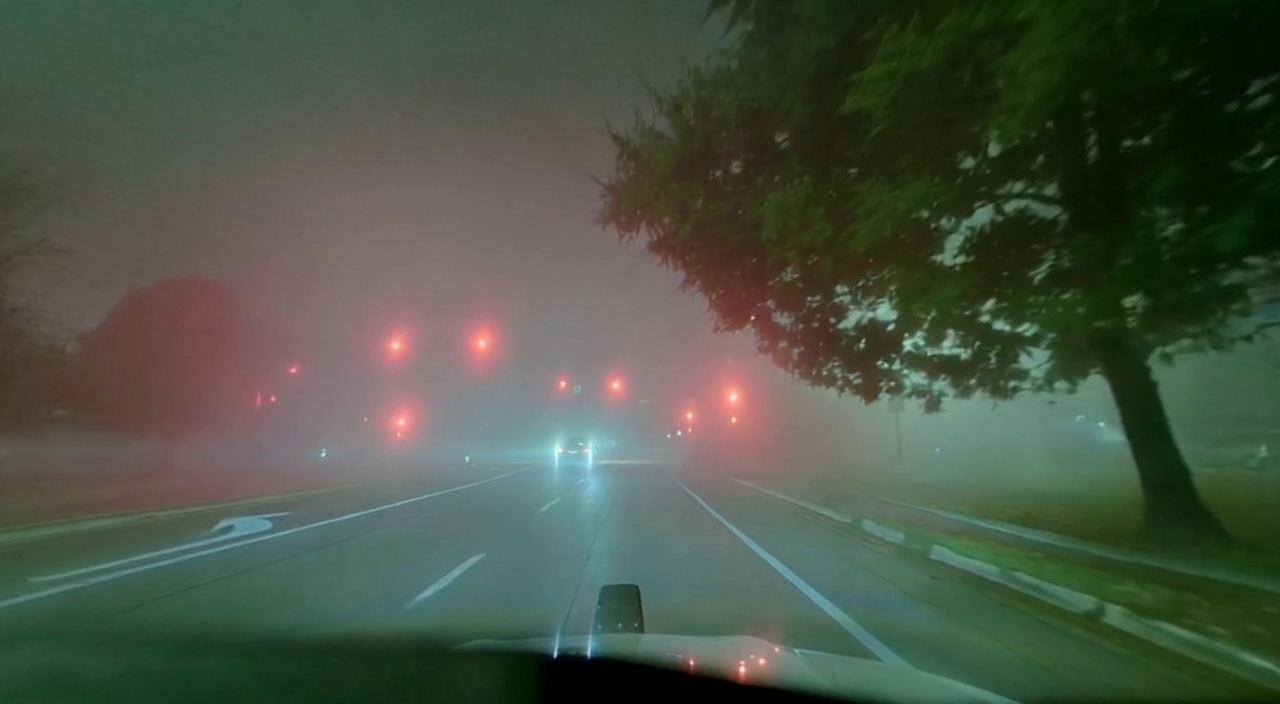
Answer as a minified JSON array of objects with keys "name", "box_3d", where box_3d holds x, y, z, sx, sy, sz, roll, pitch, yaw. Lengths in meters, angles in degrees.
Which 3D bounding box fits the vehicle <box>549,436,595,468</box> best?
[{"name":"vehicle","box_3d":[-3.667,5.475,34.718,2.076,1.599,4.483,0,-8,-1]}]
